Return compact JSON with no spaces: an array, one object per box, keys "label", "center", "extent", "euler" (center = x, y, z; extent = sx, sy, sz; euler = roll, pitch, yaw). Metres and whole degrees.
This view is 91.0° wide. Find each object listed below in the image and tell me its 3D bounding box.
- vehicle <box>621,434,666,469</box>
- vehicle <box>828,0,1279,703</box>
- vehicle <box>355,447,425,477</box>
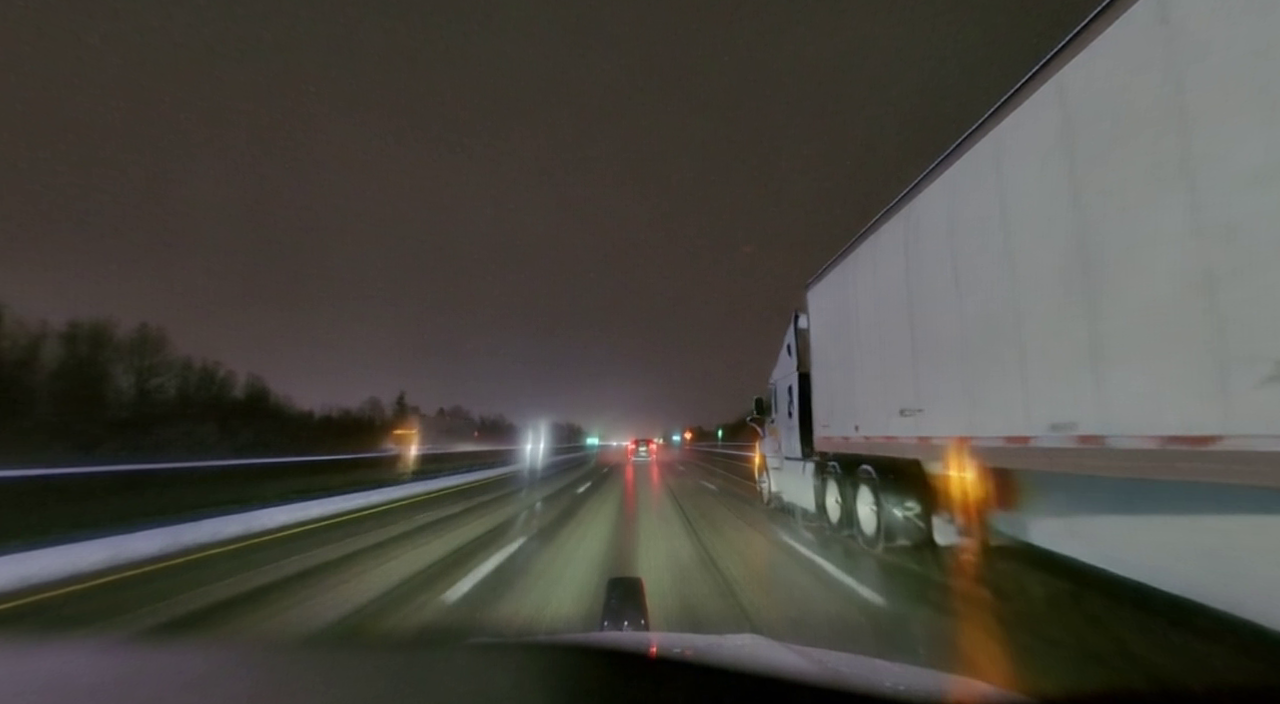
[{"label":"vehicle","center":[0.183,4.972,31.682],"extent":[2.111,1.635,4.177],"euler":[0,-8,1]},{"label":"vehicle","center":[4.157,-0.593,1.069],"extent":[2.936,4.125,15.204],"euler":[0,-8,0]},{"label":"vehicle","center":[-14.098,6.195,35.746],"extent":[1.980,1.528,4.504],"euler":[0,-8,2]}]
